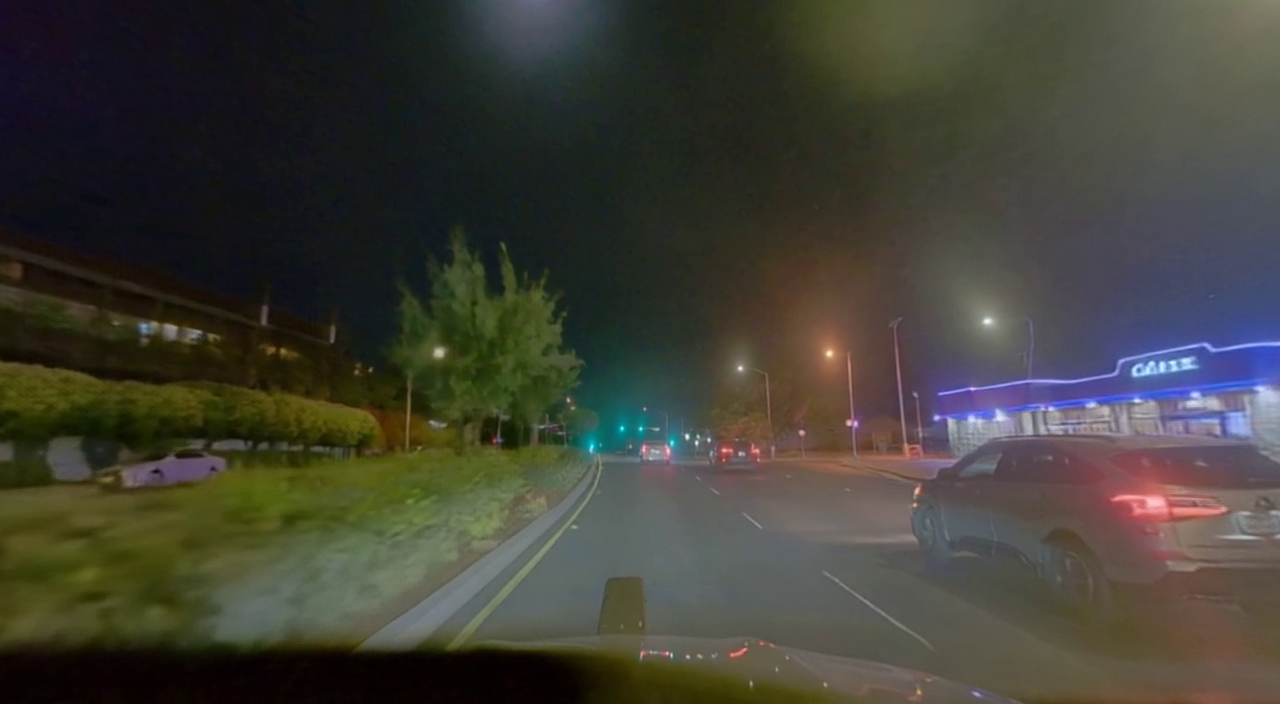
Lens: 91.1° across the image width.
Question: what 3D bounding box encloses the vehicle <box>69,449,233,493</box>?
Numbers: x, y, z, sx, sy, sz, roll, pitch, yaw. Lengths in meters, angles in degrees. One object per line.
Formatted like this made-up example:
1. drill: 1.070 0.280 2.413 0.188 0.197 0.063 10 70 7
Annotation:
1. vehicle: -18.856 4.573 24.630 2.280 1.489 5.106 0 -8 1

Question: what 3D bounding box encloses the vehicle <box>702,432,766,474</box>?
1. vehicle: 3.999 4.386 27.443 2.115 1.692 4.189 0 -8 0

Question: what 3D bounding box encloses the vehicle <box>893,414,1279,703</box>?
1. vehicle: 4.050 1.365 5.379 1.908 1.463 4.506 0 -8 1

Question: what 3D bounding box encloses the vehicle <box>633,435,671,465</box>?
1. vehicle: 0.683 5.767 37.191 2.098 1.682 3.778 0 -8 0
